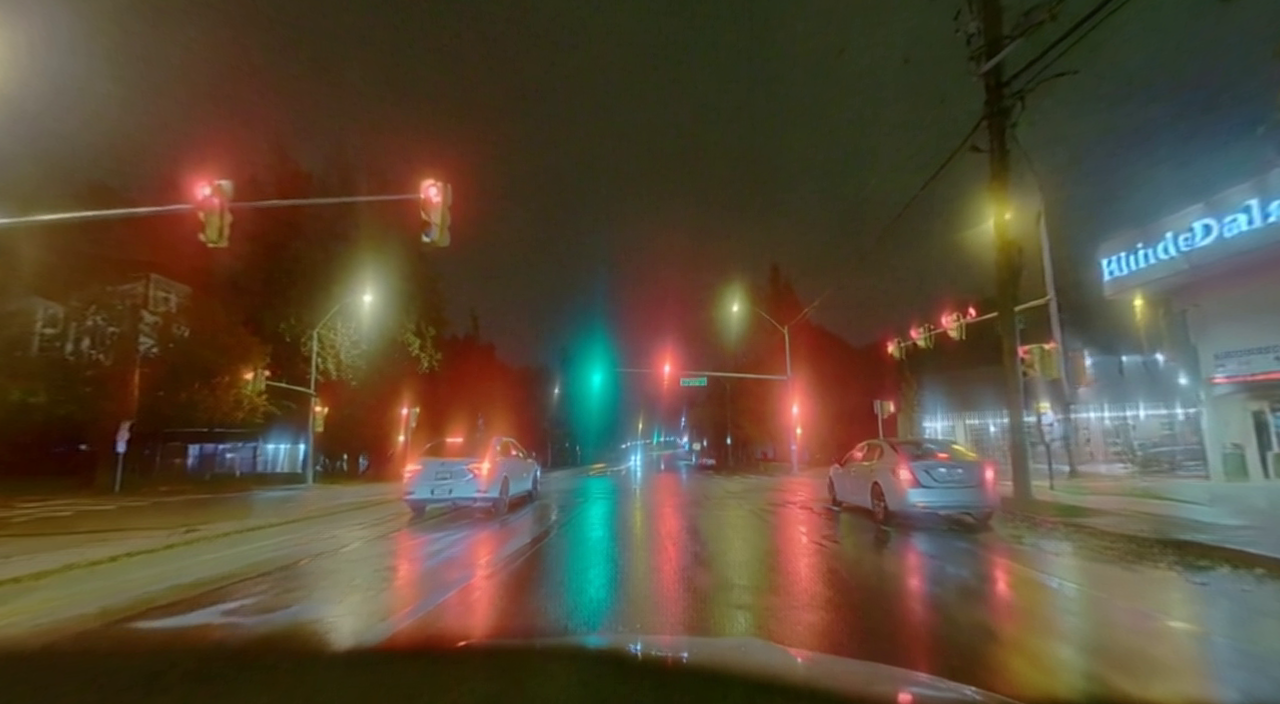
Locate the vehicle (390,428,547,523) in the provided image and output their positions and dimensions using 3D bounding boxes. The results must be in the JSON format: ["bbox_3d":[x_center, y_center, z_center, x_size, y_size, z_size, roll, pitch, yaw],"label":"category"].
[{"bbox_3d":[-3.284,2.457,13.040,1.947,1.627,4.248,0,-9,1],"label":"vehicle"}]

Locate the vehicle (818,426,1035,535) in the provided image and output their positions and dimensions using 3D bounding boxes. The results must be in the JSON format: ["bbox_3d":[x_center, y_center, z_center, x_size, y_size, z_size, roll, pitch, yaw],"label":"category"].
[{"bbox_3d":[5.039,2.314,11.965,2.039,1.655,4.495,0,-9,1],"label":"vehicle"}]
